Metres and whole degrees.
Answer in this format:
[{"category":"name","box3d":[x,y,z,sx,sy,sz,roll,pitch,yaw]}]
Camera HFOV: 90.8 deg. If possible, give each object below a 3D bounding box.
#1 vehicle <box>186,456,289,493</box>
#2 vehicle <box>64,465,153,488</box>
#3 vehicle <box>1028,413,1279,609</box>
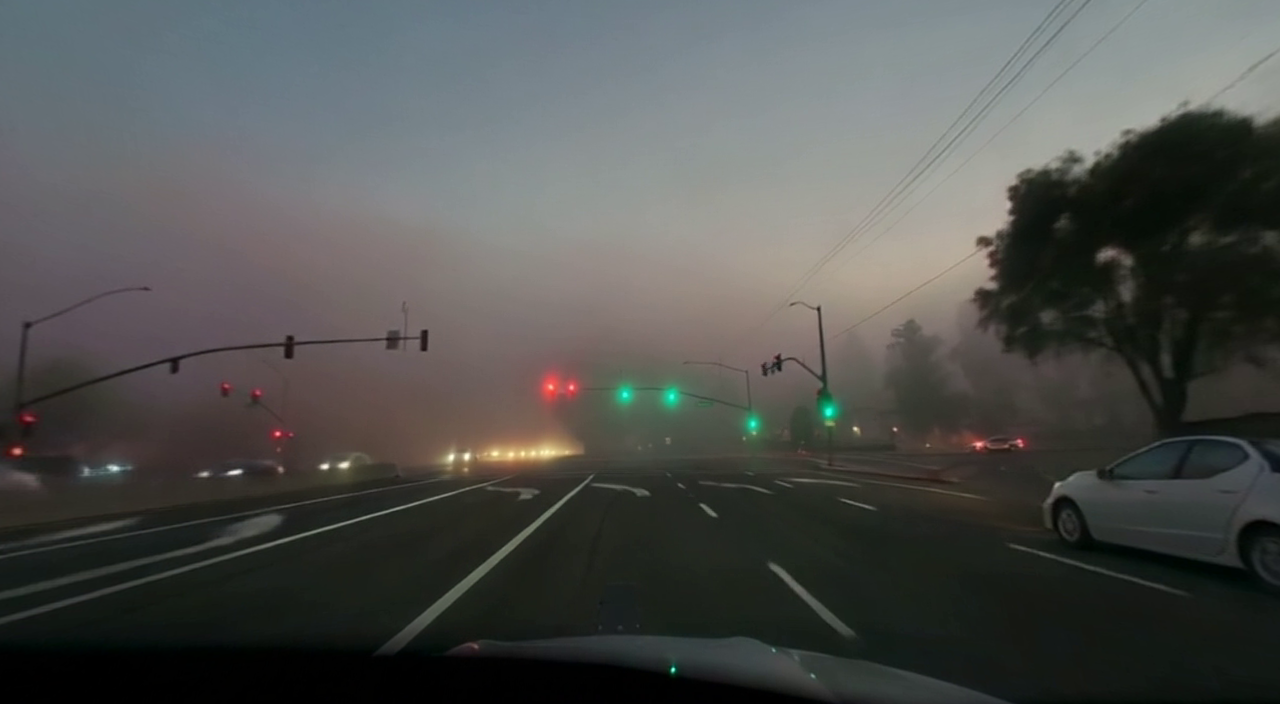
[{"category":"vehicle","box3d":[-18.365,5.584,29.099,1.926,1.469,4.426,0,-8,-1]},{"category":"vehicle","box3d":[-38.100,8.905,45.362,4.464,1.526,1.970,0,-8,-3]},{"category":"vehicle","box3d":[6.044,1.346,5.671,2.113,1.520,4.650,0,-8,-1]}]
